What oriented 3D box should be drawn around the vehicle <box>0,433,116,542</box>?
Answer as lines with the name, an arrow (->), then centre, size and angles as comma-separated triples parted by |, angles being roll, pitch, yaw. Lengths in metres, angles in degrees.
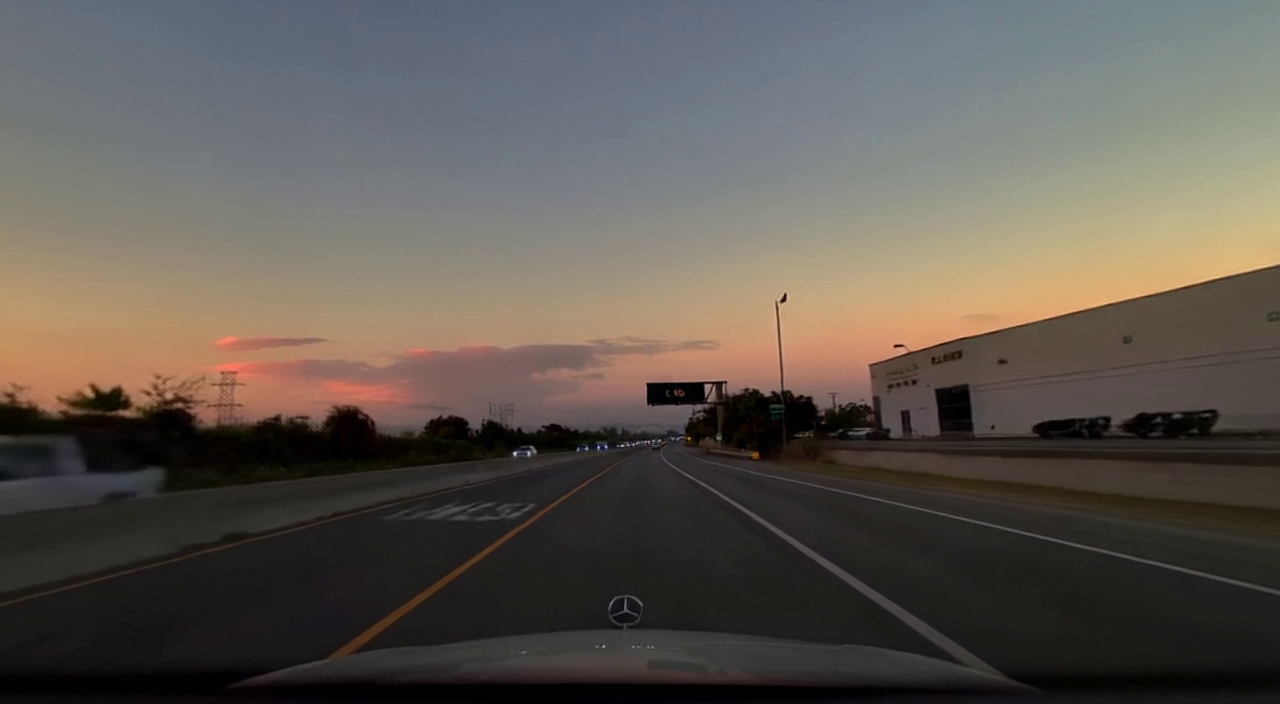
vehicle -> -11.110, 2.066, 9.427 | 2.040, 1.711, 5.175 | 0, -8, 1
